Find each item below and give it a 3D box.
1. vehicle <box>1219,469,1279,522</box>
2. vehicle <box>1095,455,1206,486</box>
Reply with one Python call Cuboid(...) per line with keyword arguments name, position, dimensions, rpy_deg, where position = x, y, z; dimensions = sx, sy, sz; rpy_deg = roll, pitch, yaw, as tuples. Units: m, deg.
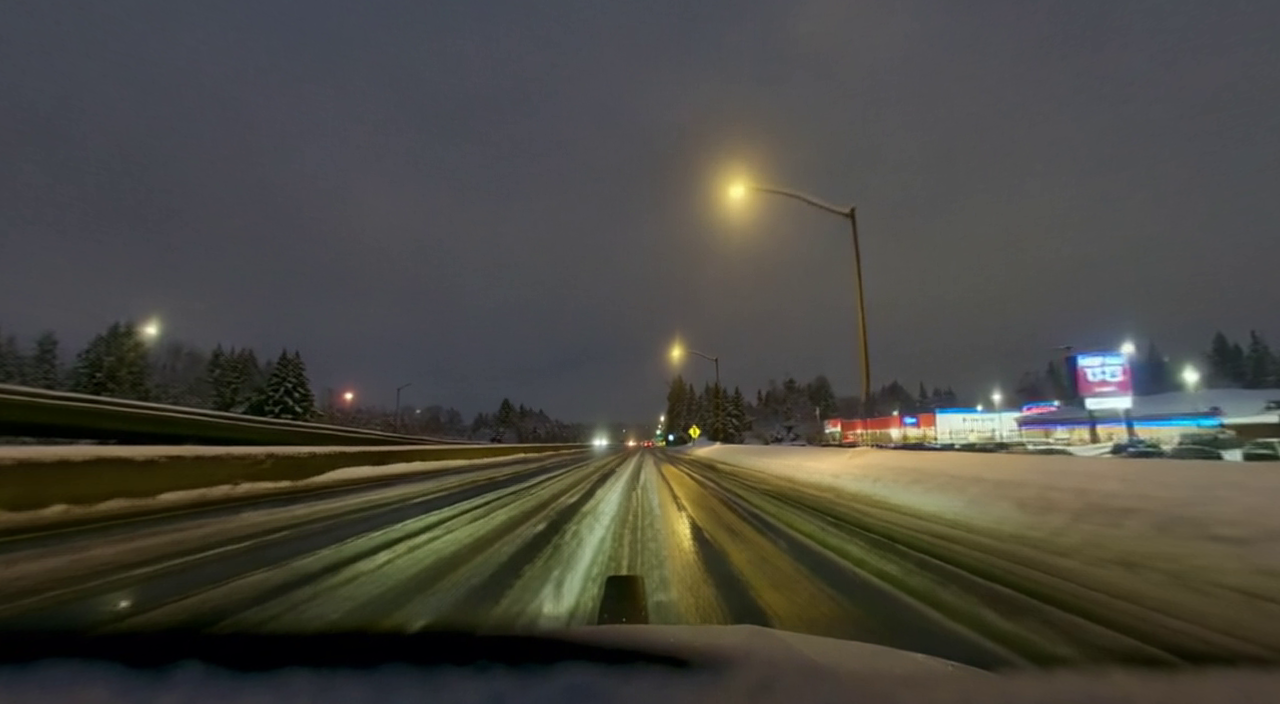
Cuboid(name="vehicle", position=(20.295, 4.635, 20.602), dimensions=(3.461, 1.436, 1.736), rpy_deg=(8, -12, -44))
Cuboid(name="vehicle", position=(30.279, 7.022, 37.528), dimensions=(4.607, 1.749, 2.090), rpy_deg=(-1, -9, 2))
